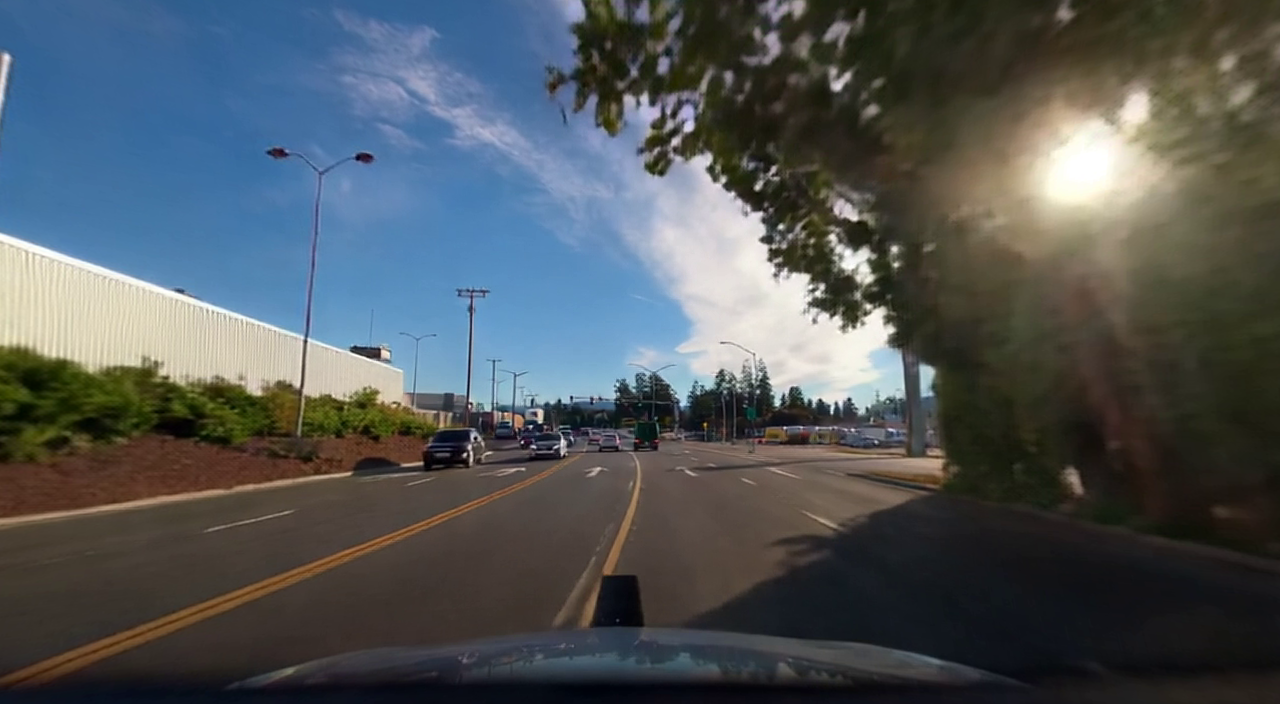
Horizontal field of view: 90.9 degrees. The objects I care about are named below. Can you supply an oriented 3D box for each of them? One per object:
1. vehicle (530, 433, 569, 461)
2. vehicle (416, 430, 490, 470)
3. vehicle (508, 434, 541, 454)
[{"bbox_3d":[-5.129,5.400,36.002,1.727,1.519,3.805,0,-8,-1],"label":"vehicle"},{"bbox_3d":[-7.828,4.121,26.748,1.957,1.588,3.965,0,-8,-1],"label":"vehicle"},{"bbox_3d":[-8.889,7.135,48.868,1.922,1.489,3.939,0,-8,-2],"label":"vehicle"}]
